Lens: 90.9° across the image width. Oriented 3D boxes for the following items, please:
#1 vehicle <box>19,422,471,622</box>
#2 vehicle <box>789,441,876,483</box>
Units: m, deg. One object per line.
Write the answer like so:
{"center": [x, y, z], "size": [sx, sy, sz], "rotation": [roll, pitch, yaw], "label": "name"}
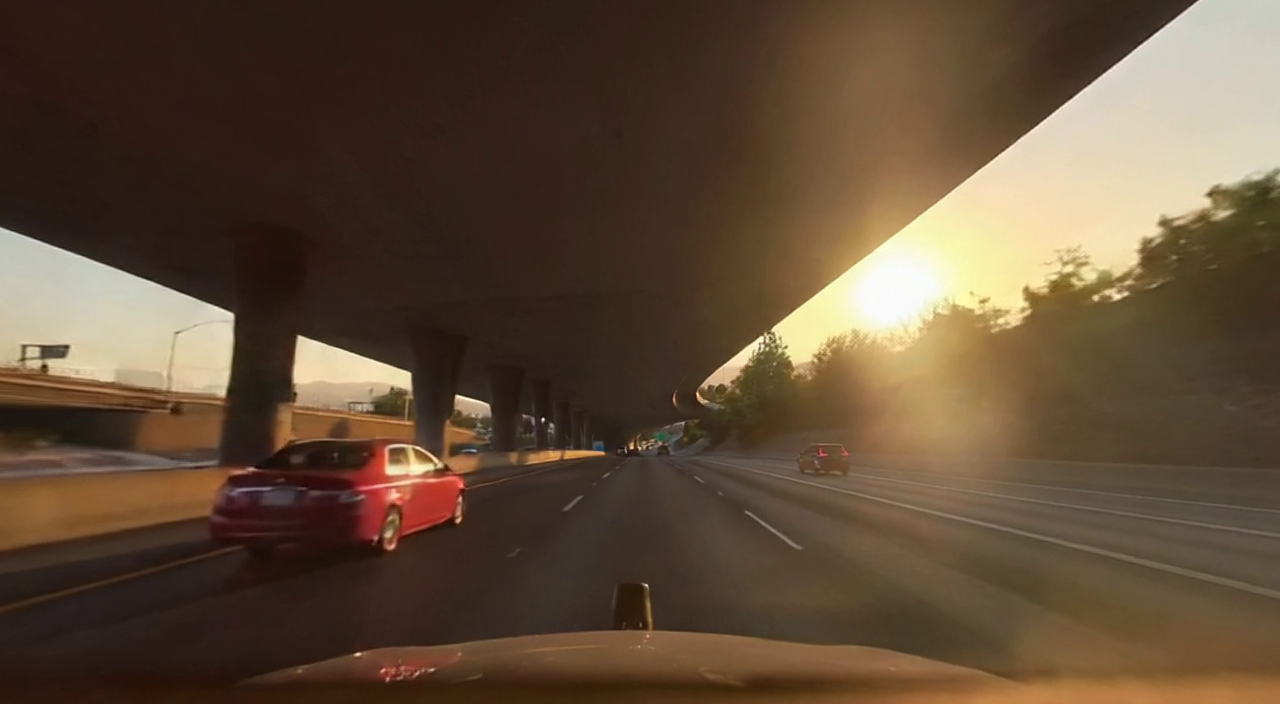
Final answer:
{"center": [-3.722, 1.684, 7.373], "size": [2.085, 1.533, 4.861], "rotation": [0, -9, 1], "label": "vehicle"}
{"center": [7.378, 4.251, 24.649], "size": [1.914, 1.465, 4.574], "rotation": [0, -9, -1], "label": "vehicle"}
